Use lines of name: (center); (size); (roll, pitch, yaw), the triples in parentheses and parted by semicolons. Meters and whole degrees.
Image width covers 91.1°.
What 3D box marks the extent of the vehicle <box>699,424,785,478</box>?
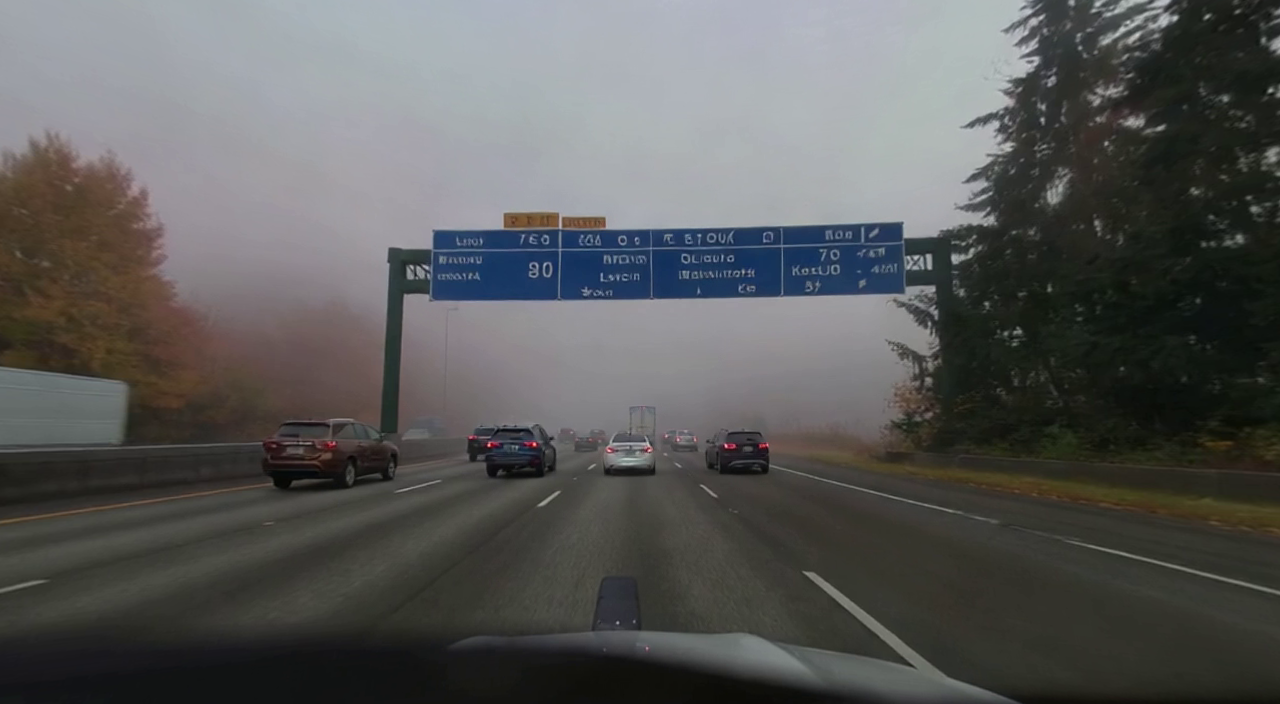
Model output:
vehicle: (3.336, 3.319, 21.452); (2.095, 1.650, 4.331); (0, -8, -1)

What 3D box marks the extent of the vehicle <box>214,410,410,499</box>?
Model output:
vehicle: (-7.457, 2.380, 15.036); (2.117, 1.779, 4.745); (0, -8, 0)

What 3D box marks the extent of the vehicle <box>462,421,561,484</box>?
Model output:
vehicle: (-3.725, 2.999, 19.073); (2.064, 1.672, 4.277); (0, -8, 1)

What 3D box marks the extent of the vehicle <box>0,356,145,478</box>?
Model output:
vehicle: (-23.175, 2.073, 20.284); (2.934, 4.105, 14.191); (0, -8, 0)

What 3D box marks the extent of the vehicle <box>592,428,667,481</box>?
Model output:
vehicle: (-0.304, 3.197, 20.041); (2.111, 1.494, 4.364); (0, -8, 0)
